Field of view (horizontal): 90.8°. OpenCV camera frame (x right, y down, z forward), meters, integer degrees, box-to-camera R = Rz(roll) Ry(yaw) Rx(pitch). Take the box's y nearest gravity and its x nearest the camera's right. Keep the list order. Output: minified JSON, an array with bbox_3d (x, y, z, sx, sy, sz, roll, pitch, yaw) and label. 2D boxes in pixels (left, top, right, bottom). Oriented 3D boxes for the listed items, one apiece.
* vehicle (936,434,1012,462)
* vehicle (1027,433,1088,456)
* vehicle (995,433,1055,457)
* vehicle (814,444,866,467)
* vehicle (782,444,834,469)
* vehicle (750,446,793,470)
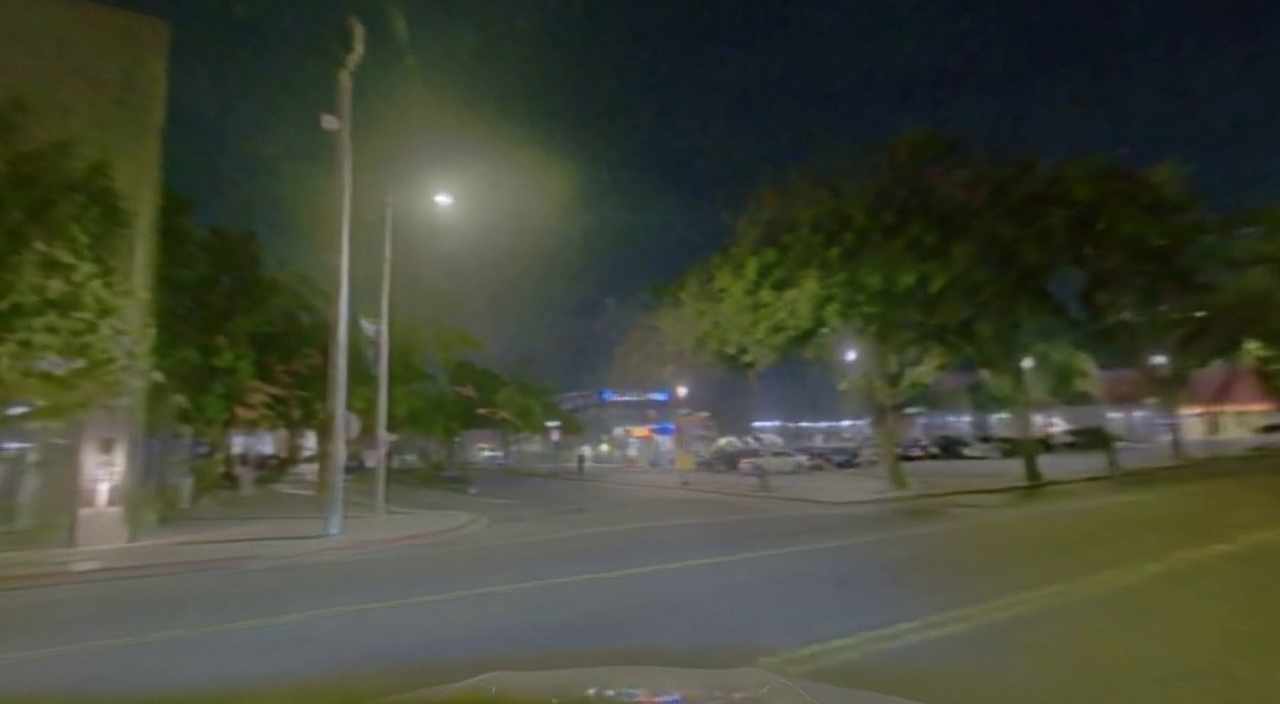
[{"bbox_3d":[22.188,6.424,42.265,2.112,1.719,5.483,0,-8,0],"label":"vehicle"},{"bbox_3d":[30.612,6.835,46.425,1.856,1.463,3.746,-2,-10,0],"label":"vehicle"},{"bbox_3d":[27.769,6.770,45.717,1.858,1.485,3.786,-2,-11,0],"label":"vehicle"},{"bbox_3d":[14.015,7.260,44.552,2.102,1.541,4.416,0,-8,-1],"label":"vehicle"},{"bbox_3d":[11.056,6.903,41.992,2.121,1.541,5.124,0,-8,1],"label":"vehicle"},{"bbox_3d":[8.613,6.977,41.756,2.130,1.458,4.157,-1,-9,3],"label":"vehicle"}]
